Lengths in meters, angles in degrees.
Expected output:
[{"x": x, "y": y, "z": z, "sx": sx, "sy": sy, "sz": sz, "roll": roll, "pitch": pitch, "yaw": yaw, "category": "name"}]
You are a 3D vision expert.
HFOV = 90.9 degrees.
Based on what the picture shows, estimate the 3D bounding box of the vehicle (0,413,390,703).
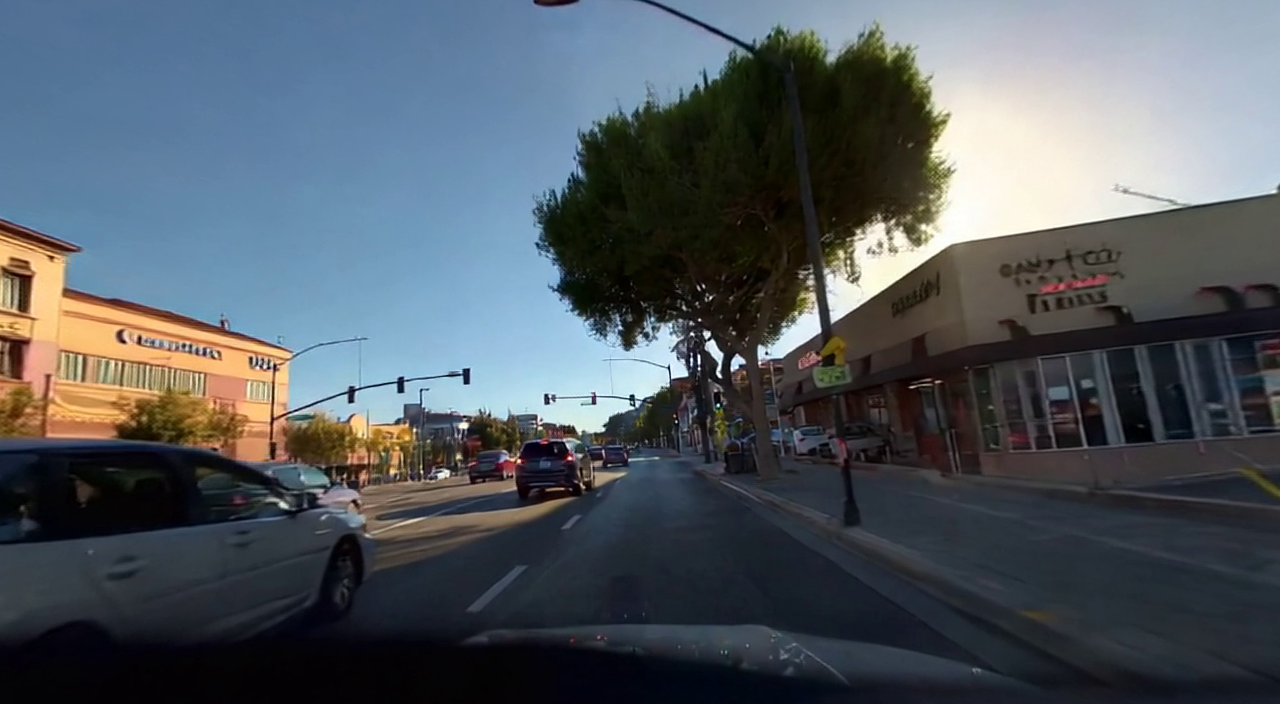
[{"x": -3.276, "y": 1.106, "z": 3.152, "sx": 2.037, "sy": 1.484, "sz": 4.603, "roll": 0, "pitch": -9, "yaw": 2, "category": "vehicle"}]

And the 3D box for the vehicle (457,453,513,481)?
[{"x": -8.917, "y": 6.662, "z": 36.612, "sx": 1.843, "sy": 1.483, "sz": 4.254, "roll": -3, "pitch": -10, "yaw": 5, "category": "vehicle"}]

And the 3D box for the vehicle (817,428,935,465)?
[{"x": 10.304, "y": 4.189, "z": 27.802, "sx": 4.361, "sy": 1.550, "sz": 2.087, "roll": 0, "pitch": -10, "yaw": 3, "category": "vehicle"}]

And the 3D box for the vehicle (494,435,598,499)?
[{"x": -2.761, "y": 3.543, "z": 19.864, "sx": 2.277, "sy": 1.743, "sz": 4.893, "roll": -1, "pitch": -9, "yaw": 3, "category": "vehicle"}]
